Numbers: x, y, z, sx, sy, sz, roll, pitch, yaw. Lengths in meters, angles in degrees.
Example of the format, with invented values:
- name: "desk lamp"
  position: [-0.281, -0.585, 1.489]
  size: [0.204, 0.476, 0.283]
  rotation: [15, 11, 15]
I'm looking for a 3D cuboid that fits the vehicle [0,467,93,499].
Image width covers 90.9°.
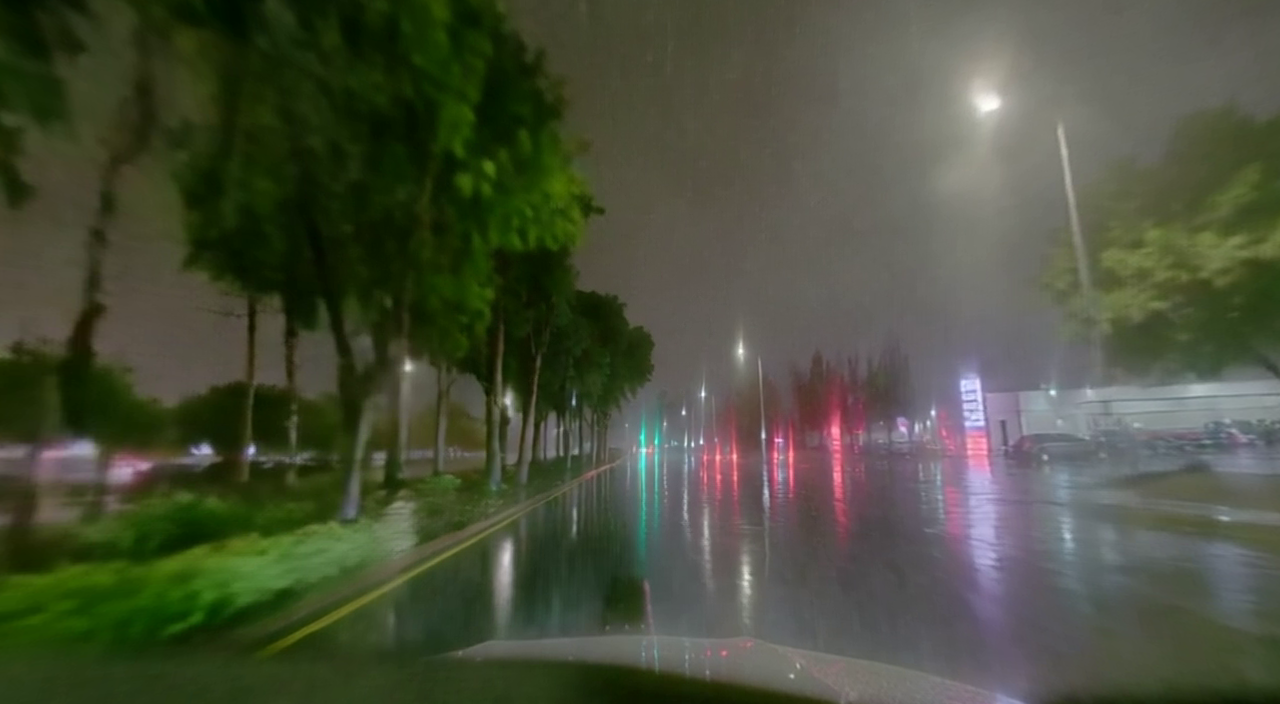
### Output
- name: "vehicle"
  position: [-31.608, 6.750, 32.546]
  size: [4.622, 1.466, 1.842]
  rotation: [4, -10, -27]

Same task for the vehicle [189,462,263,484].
- name: "vehicle"
  position: [-31.161, 9.094, 47.582]
  size: [4.320, 1.463, 1.827]
  rotation: [4, -9, -25]
